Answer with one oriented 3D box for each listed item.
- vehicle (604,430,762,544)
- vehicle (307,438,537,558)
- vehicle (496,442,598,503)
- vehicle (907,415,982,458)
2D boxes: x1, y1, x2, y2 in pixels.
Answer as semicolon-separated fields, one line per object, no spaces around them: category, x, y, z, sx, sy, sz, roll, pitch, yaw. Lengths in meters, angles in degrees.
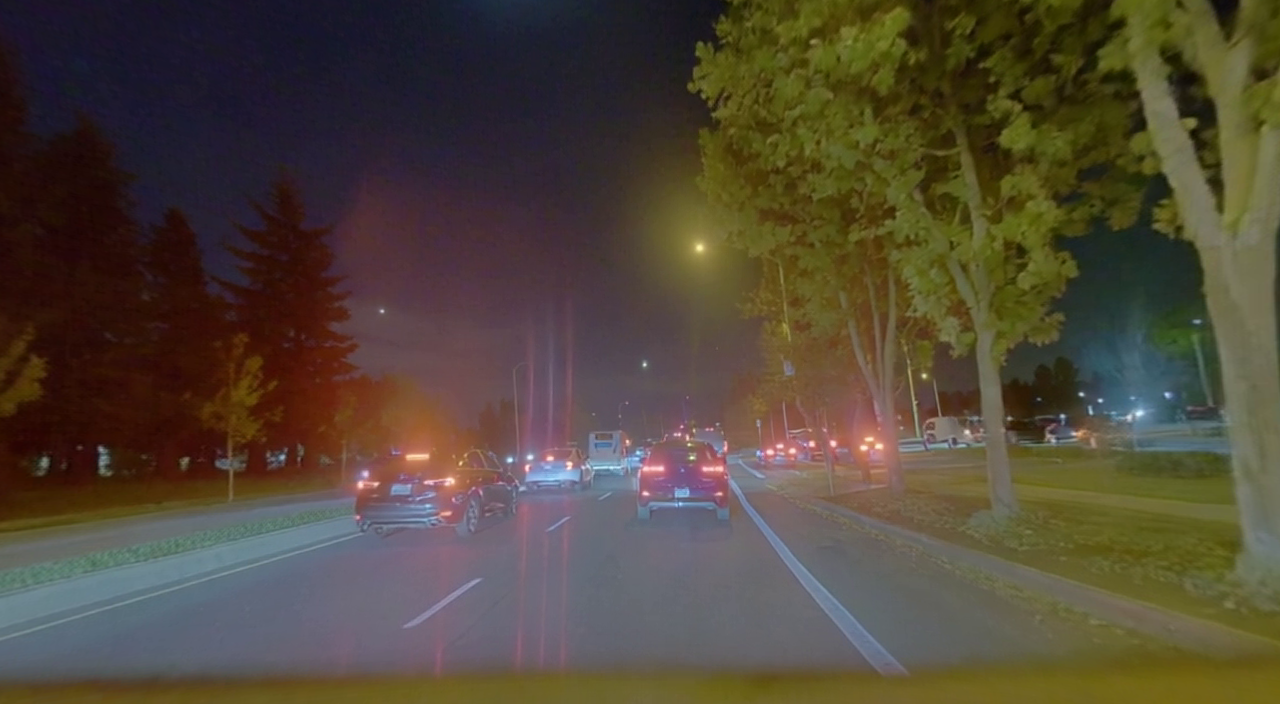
vehicle;0.632;2.156;10.691;2.142;1.528;4.133;0;-9;2
vehicle;-3.129;2.178;10.168;1.940;1.502;4.241;-1;-9;4
vehicle;-2.490;3.340;17.915;1.870;1.490;4.187;-1;-9;6
vehicle;14.992;4.241;31.317;2.288;1.933;4.612;-2;-9;13
